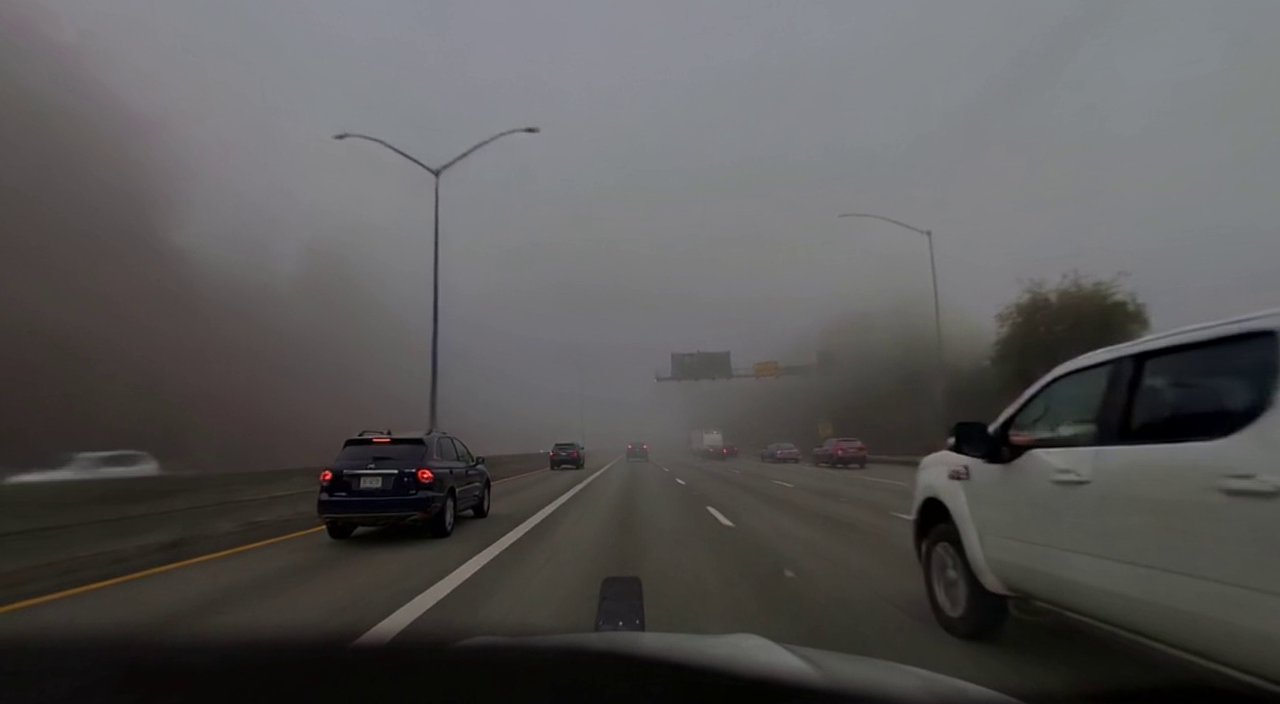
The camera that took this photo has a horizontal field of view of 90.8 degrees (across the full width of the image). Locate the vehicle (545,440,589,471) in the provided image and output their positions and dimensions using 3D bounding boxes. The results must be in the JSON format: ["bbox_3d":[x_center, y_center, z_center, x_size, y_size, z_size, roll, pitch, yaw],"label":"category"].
[{"bbox_3d":[-4.028,5.774,35.411,1.992,1.651,4.185,0,-8,0],"label":"vehicle"}]

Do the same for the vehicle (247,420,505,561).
[{"bbox_3d":[-3.611,1.974,9.763,2.119,1.654,4.353,0,-8,0],"label":"vehicle"}]

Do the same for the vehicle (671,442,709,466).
[{"bbox_3d":[3.169,6.628,41.134,2.007,1.469,4.337,0,-8,-2],"label":"vehicle"}]

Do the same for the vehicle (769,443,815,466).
[{"bbox_3d":[9.693,6.548,40.592,1.910,1.384,3.867,0,-8,-1],"label":"vehicle"}]

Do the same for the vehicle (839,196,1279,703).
[{"bbox_3d":[2.768,0.633,2.308,2.200,1.870,5.649,0,-8,0],"label":"vehicle"}]

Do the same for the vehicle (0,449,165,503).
[{"bbox_3d":[-18.950,4.104,21.432,2.069,1.561,4.661,0,-8,-1],"label":"vehicle"}]
